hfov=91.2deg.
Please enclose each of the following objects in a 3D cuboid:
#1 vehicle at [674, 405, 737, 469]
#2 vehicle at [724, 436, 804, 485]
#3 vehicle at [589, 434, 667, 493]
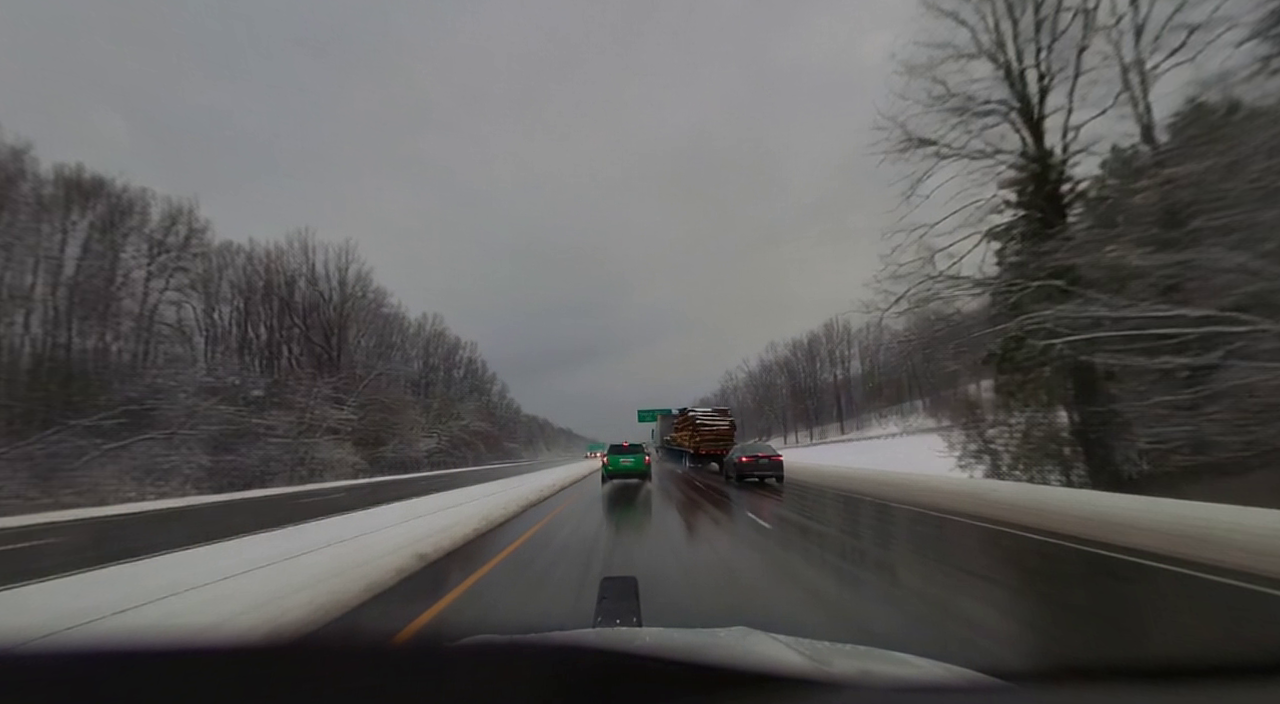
[{"bbox_3d":[4.284,5.894,42.972,3.125,3.895,8.461,0,-9,-2],"label":"vehicle"},{"bbox_3d":[4.675,4.162,24.305,2.057,1.660,4.525,0,-9,-1],"label":"vehicle"},{"bbox_3d":[-0.394,3.553,20.299,2.263,1.699,3.936,0,-9,-1],"label":"vehicle"}]
